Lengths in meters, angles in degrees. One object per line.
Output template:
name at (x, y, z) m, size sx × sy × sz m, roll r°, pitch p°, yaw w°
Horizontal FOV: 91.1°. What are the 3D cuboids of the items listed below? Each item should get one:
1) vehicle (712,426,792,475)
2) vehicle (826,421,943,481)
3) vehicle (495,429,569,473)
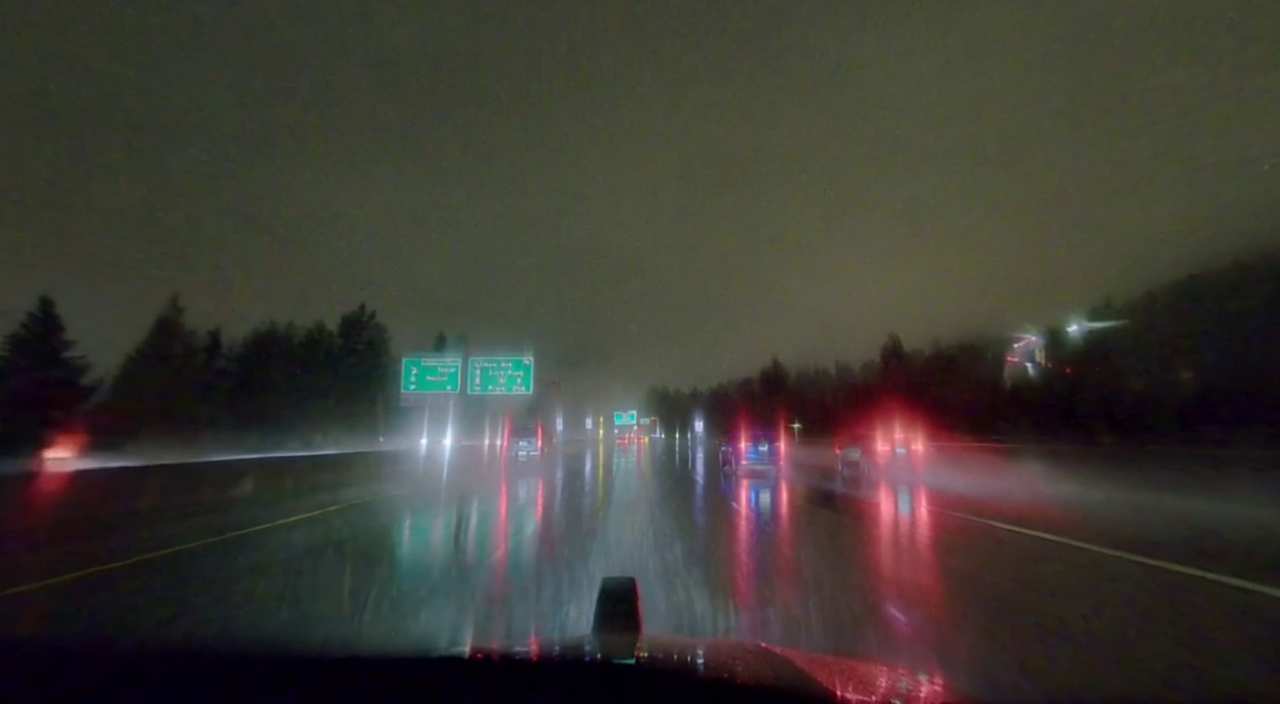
vehicle at (3.896, 3.493, 22.681) m, size 2.011 × 1.576 × 4.060 m, roll 0°, pitch -8°, yaw -2°
vehicle at (7.379, 3.012, 19.430) m, size 1.956 × 1.634 × 3.935 m, roll 0°, pitch -8°, yaw -1°
vehicle at (-3.840, 3.577, 23.090) m, size 2.032 × 1.465 × 4.316 m, roll 0°, pitch -8°, yaw -1°
